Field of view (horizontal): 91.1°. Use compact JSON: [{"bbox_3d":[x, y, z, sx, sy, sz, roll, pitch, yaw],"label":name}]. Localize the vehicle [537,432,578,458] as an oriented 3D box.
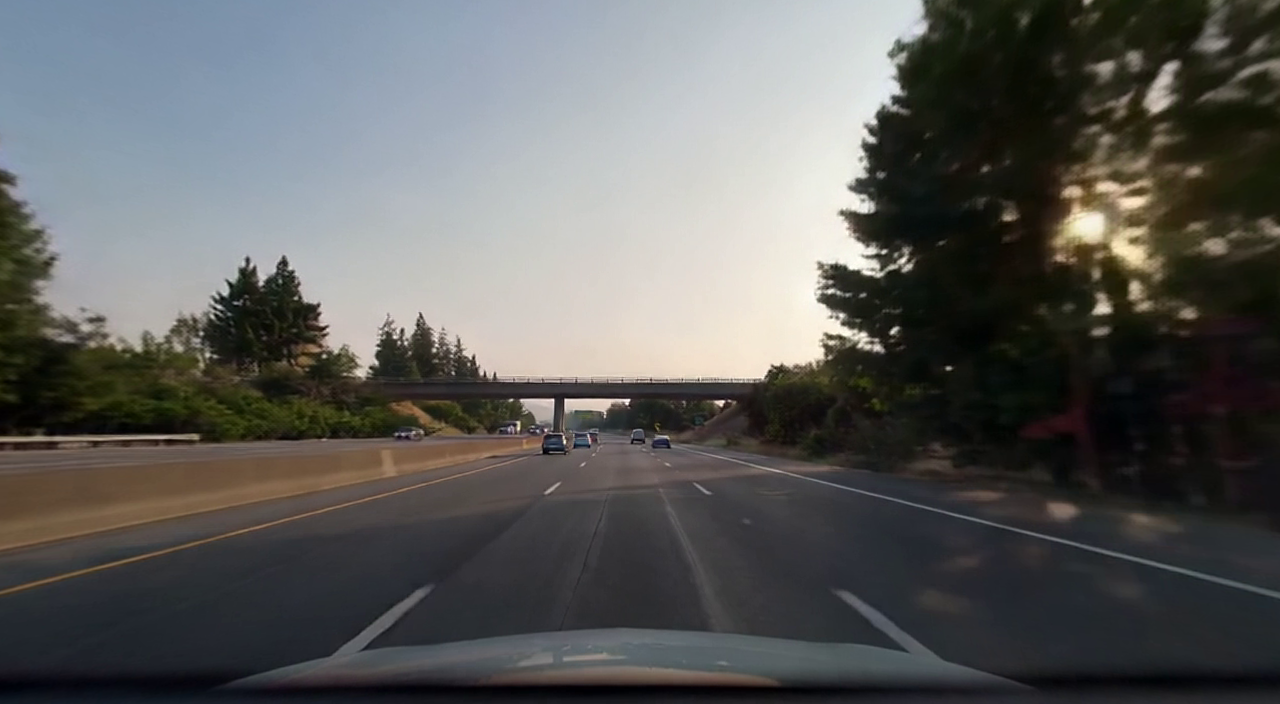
[{"bbox_3d":[-4.709,5.363,36.428,1.966,1.460,3.519,0,-8,-2],"label":"vehicle"}]
